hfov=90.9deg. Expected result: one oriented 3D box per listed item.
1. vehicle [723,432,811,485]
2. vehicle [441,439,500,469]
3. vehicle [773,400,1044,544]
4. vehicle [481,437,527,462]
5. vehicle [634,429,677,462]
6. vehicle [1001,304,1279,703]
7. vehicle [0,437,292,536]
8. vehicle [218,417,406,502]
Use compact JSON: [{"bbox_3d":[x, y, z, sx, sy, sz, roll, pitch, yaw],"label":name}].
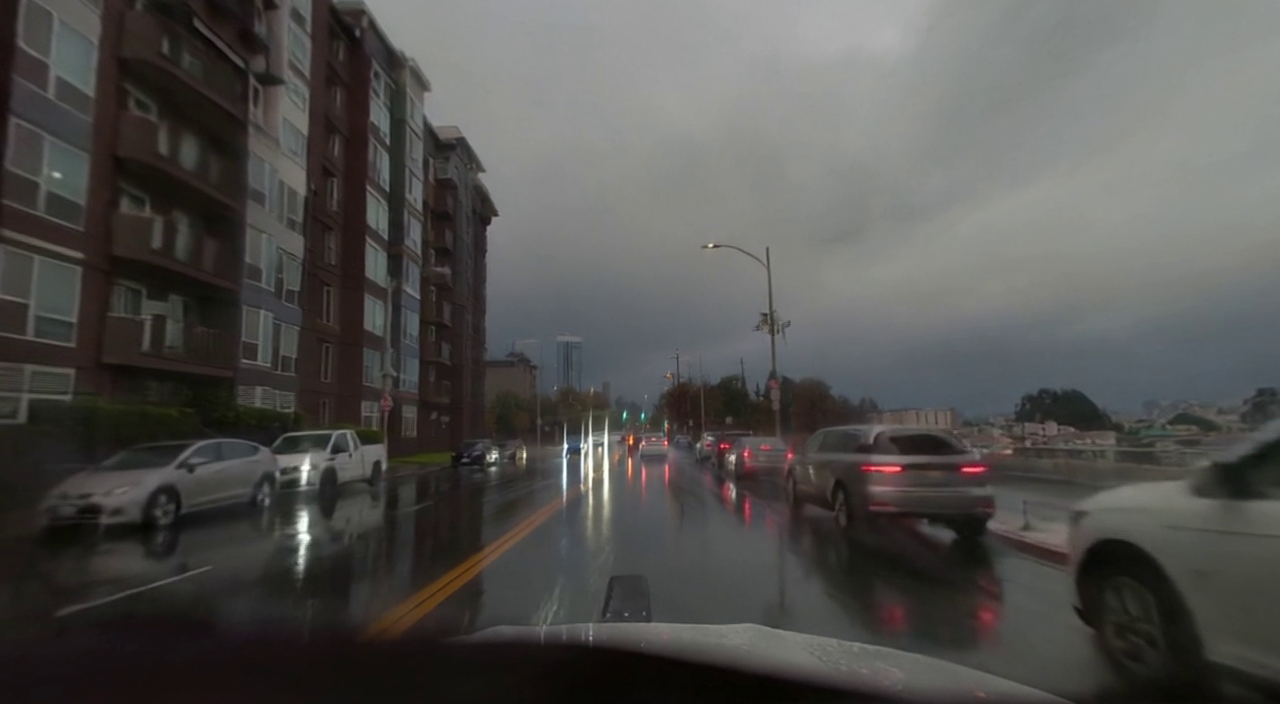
[{"bbox_3d":[3.873,3.330,20.044,2.033,1.470,4.502,0,-8,2],"label":"vehicle"},{"bbox_3d":[-8.892,5.394,33.527,2.021,1.474,4.337,0,-8,-1],"label":"vehicle"},{"bbox_3d":[3.876,1.836,10.343,2.260,1.789,4.810,0,-8,-1],"label":"vehicle"},{"bbox_3d":[-8.893,6.407,41.482,2.002,1.546,4.339,0,-8,0],"label":"vehicle"},{"bbox_3d":[0.853,5.235,35.296,2.261,1.740,4.065,0,-8,1],"label":"vehicle"},{"bbox_3d":[3.775,0.653,1.936,2.327,1.864,4.981,0,-8,0],"label":"vehicle"},{"bbox_3d":[-9.269,2.476,12.374,2.089,1.549,4.597,-1,-8,2],"label":"vehicle"},{"bbox_3d":[-9.067,3.030,18.234,2.457,2.048,5.461,0,-8,0],"label":"vehicle"}]
